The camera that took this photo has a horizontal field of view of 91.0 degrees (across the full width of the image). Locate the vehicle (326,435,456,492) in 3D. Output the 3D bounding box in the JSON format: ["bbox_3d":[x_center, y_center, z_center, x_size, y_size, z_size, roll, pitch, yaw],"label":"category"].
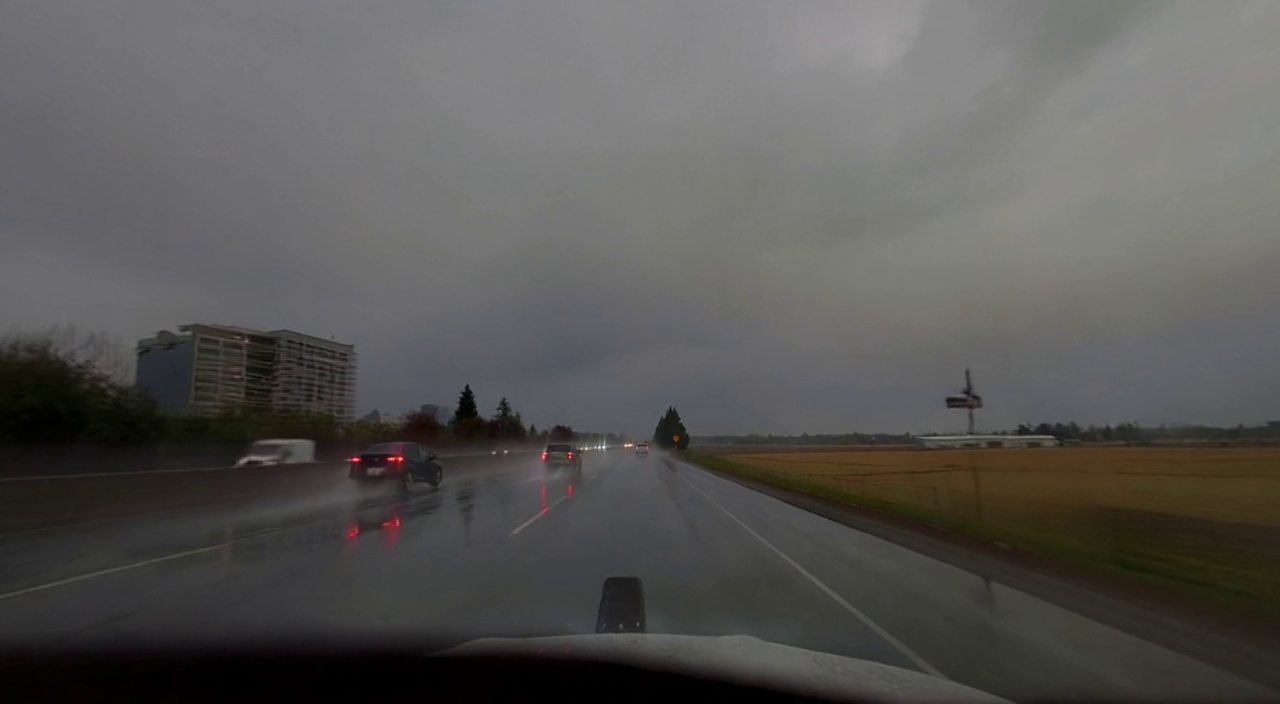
[{"bbox_3d":[-7.483,3.380,19.538,2.034,1.523,4.627,0,-8,1],"label":"vehicle"}]

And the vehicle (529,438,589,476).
[{"bbox_3d":[-3.700,4.896,29.610,2.083,1.588,4.801,0,-8,1],"label":"vehicle"}]

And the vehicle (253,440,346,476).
[{"bbox_3d":[-15.927,4.967,29.790,1.859,1.526,4.501,0,-8,0],"label":"vehicle"}]

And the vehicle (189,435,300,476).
[{"bbox_3d":[-23.127,6.074,37.259,2.351,2.215,6.293,0,-8,1],"label":"vehicle"}]
